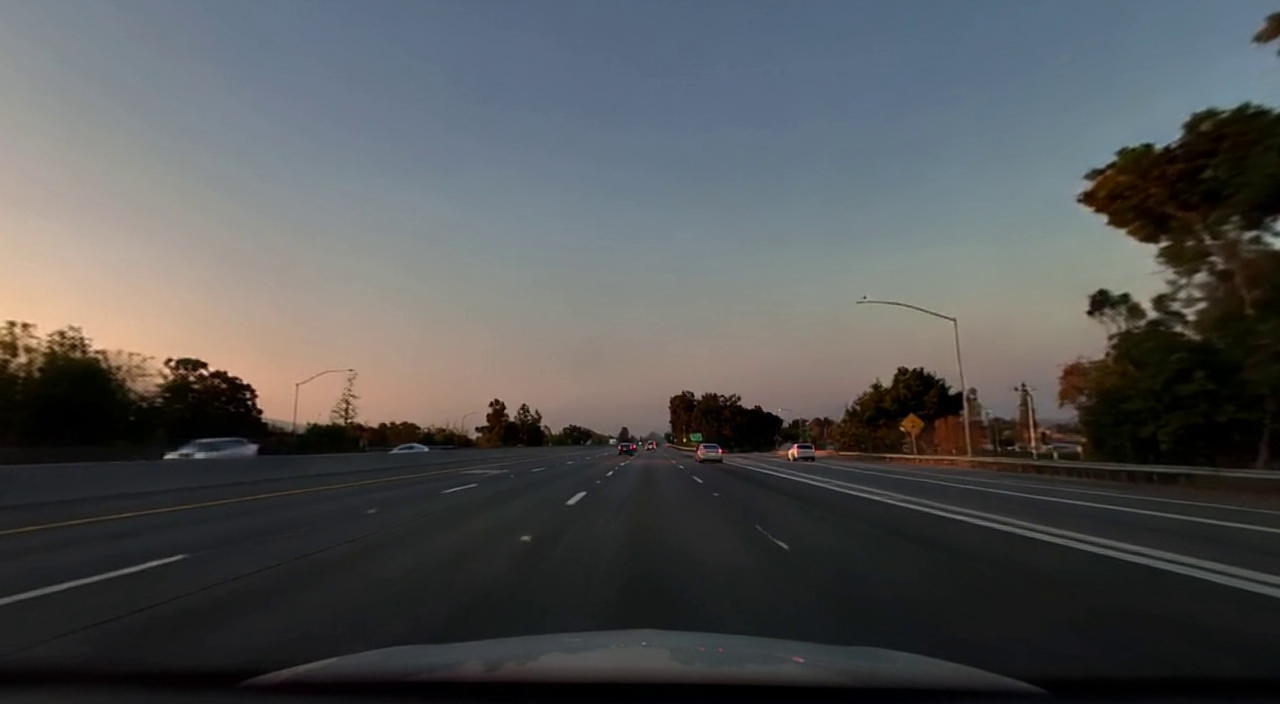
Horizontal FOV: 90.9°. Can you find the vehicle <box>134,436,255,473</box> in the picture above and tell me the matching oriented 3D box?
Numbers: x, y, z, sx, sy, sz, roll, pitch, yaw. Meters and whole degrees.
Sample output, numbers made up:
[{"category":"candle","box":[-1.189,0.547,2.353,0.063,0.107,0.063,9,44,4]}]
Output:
[{"category":"vehicle","box":[-21.426,4.950,30.663,2.023,1.607,5.149,0,-8,1]}]

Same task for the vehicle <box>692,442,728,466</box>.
[{"category":"vehicle","box":[4.547,6.657,41.474,1.912,1.478,4.125,0,-8,0]}]

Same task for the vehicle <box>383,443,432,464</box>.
[{"category":"vehicle","box":[-17.401,7.607,47.469,1.913,1.440,4.374,0,-8,2]}]
